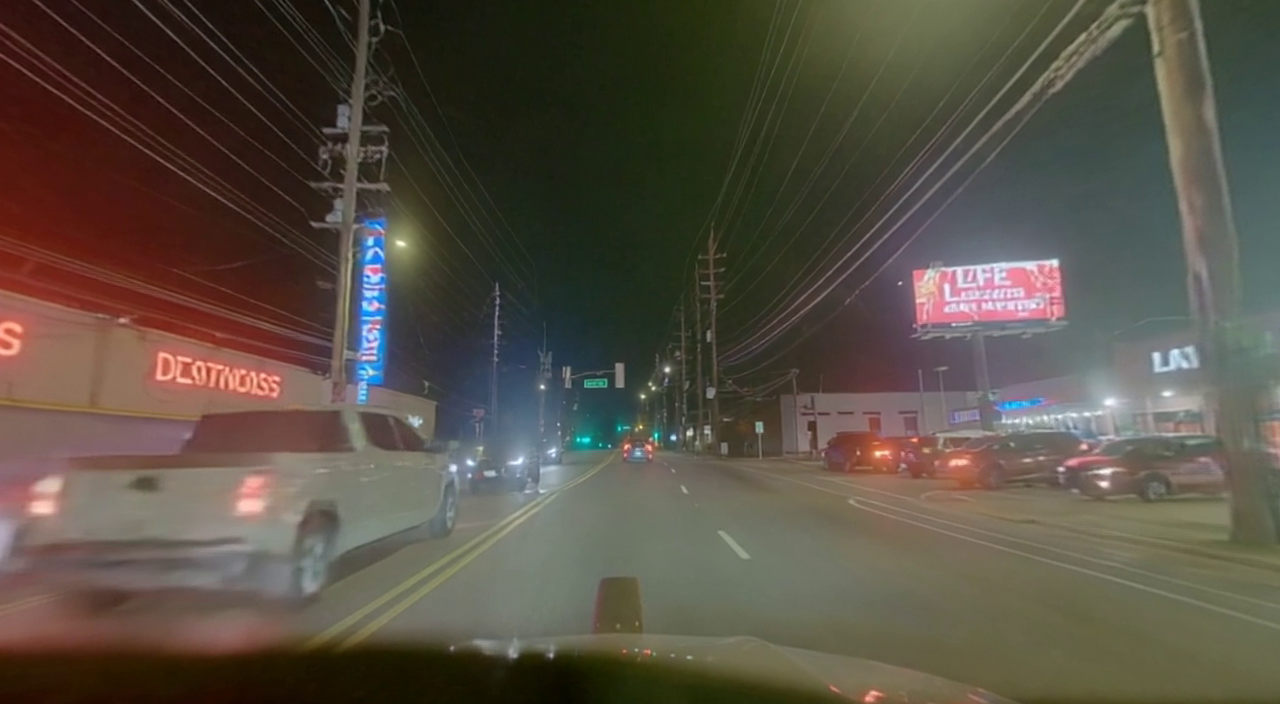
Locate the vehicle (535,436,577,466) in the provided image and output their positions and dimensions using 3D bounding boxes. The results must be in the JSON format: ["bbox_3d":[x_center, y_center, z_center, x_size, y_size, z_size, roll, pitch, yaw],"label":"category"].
[{"bbox_3d":[-4.711,5.627,35.929,1.875,1.595,3.901,0,-8,-1],"label":"vehicle"}]

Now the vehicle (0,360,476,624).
[{"bbox_3d":[-3.773,1.413,7.430,2.277,1.904,5.583,0,-8,-1],"label":"vehicle"}]

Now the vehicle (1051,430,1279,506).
[{"bbox_3d":[11.476,2.406,13.310,4.238,1.464,1.862,-1,-9,2],"label":"vehicle"}]

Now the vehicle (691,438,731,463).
[{"bbox_3d":[4.402,6.190,39.807,1.926,1.482,4.442,0,-8,0],"label":"vehicle"}]

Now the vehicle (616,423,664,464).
[{"bbox_3d":[0.028,5.646,39.060,2.683,2.295,6.404,0,-8,0],"label":"vehicle"}]

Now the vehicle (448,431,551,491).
[{"bbox_3d":[-4.118,3.291,19.437,2.033,1.572,4.939,0,-8,0],"label":"vehicle"}]

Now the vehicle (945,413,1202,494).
[{"bbox_3d":[10.778,2.540,16.031,4.937,1.827,2.042,-1,-8,1],"label":"vehicle"}]
